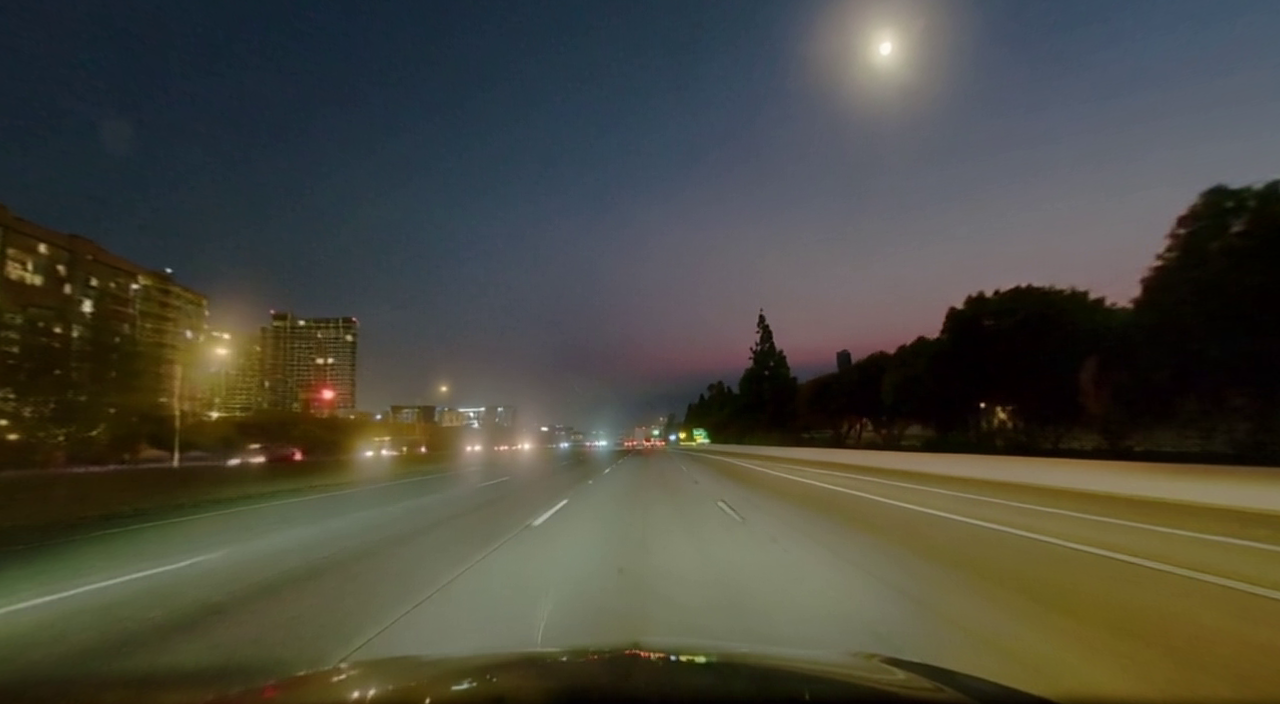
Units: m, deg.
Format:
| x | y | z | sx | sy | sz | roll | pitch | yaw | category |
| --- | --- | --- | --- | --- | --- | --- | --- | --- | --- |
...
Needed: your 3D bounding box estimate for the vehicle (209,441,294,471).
| x | y | z | sx | sy | sz | roll | pitch | yaw | category |
| --- | --- | --- | --- | --- | --- | --- | --- | --- | --- |
| -27.646 | 7.391 | 44.943 | 2.222 | 1.975 | 6.003 | 0 | -9 | 0 | vehicle |
